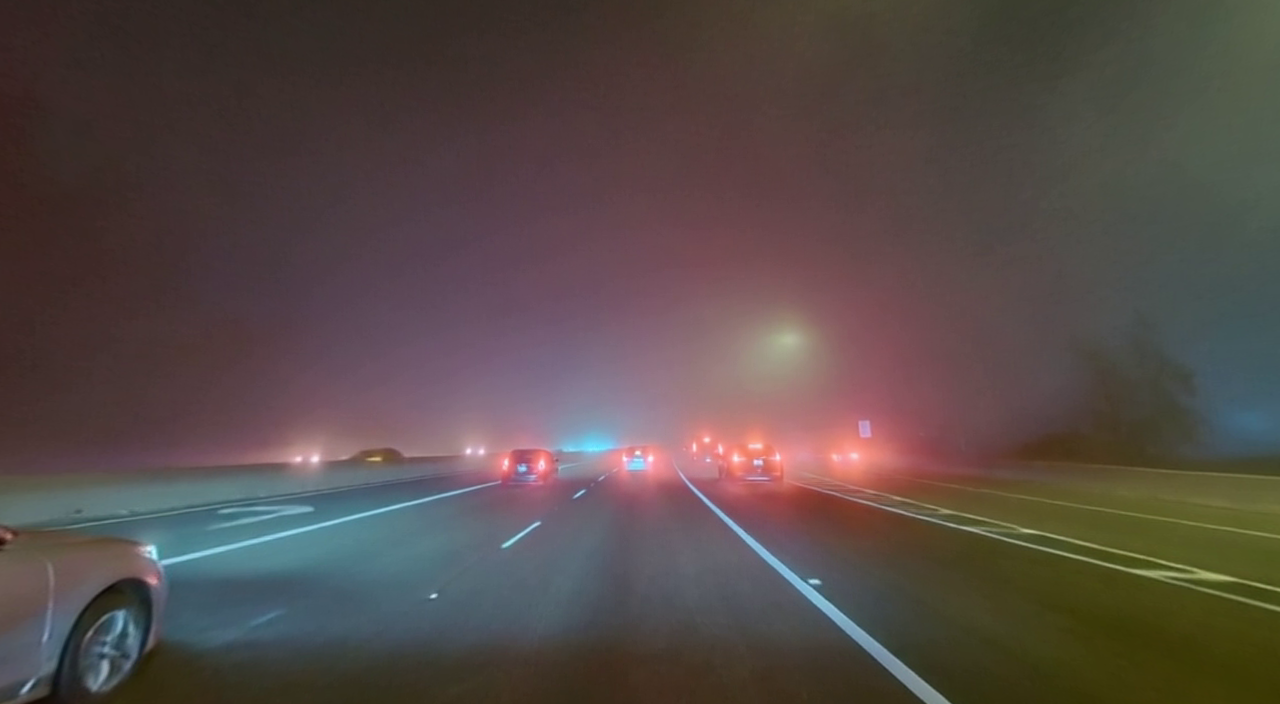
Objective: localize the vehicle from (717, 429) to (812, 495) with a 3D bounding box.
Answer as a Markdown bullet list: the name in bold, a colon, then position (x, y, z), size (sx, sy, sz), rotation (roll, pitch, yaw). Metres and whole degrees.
- **vehicle**: position (3.653, 3.328, 19.269), size (2.045, 1.768, 4.249), rotation (0, -9, 0)

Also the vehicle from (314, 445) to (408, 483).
- **vehicle**: position (-12.396, 4.994, 28.363), size (2.042, 1.526, 4.580), rotation (0, -9, 2)

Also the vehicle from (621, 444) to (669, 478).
- **vehicle**: position (0.261, 5.078, 29.496), size (2.071, 1.478, 4.130), rotation (0, -9, 1)

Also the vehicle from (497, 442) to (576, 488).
- **vehicle**: position (-3.678, 4.109, 23.220), size (1.996, 1.488, 4.451), rotation (0, -9, 2)

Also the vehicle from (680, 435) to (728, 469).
- **vehicle**: position (4.381, 7.028, 44.389), size (2.802, 2.151, 6.579), rotation (0, -9, 1)
